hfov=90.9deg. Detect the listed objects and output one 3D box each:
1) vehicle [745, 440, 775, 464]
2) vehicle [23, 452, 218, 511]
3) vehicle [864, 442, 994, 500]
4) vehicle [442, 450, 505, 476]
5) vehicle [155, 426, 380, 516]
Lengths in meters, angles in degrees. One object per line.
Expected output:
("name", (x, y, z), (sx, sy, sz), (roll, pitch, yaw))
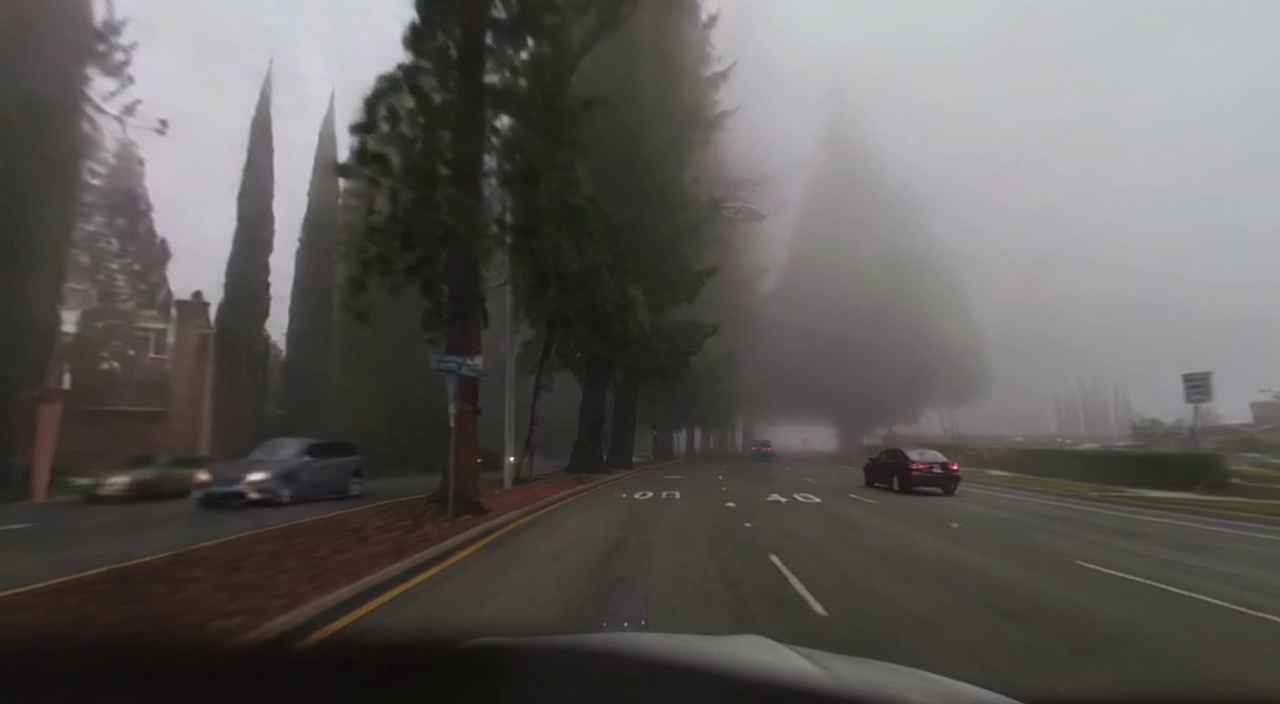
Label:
("vehicle", (8.838, 7.296, 46.123), (1.991, 1.684, 4.127), (-2, -9, 12))
("vehicle", (-15.222, 3.772, 18.859), (1.893, 1.474, 4.375), (-1, -8, 4))
("vehicle", (8.106, 3.349, 18.193), (1.855, 1.444, 4.389), (-1, -8, 3))
("vehicle", (-9.920, 6.649, 37.997), (1.905, 1.451, 4.698), (-1, -8, 9))
("vehicle", (-8.833, 2.849, 15.721), (2.137, 1.828, 5.202), (-1, -8, 4))
